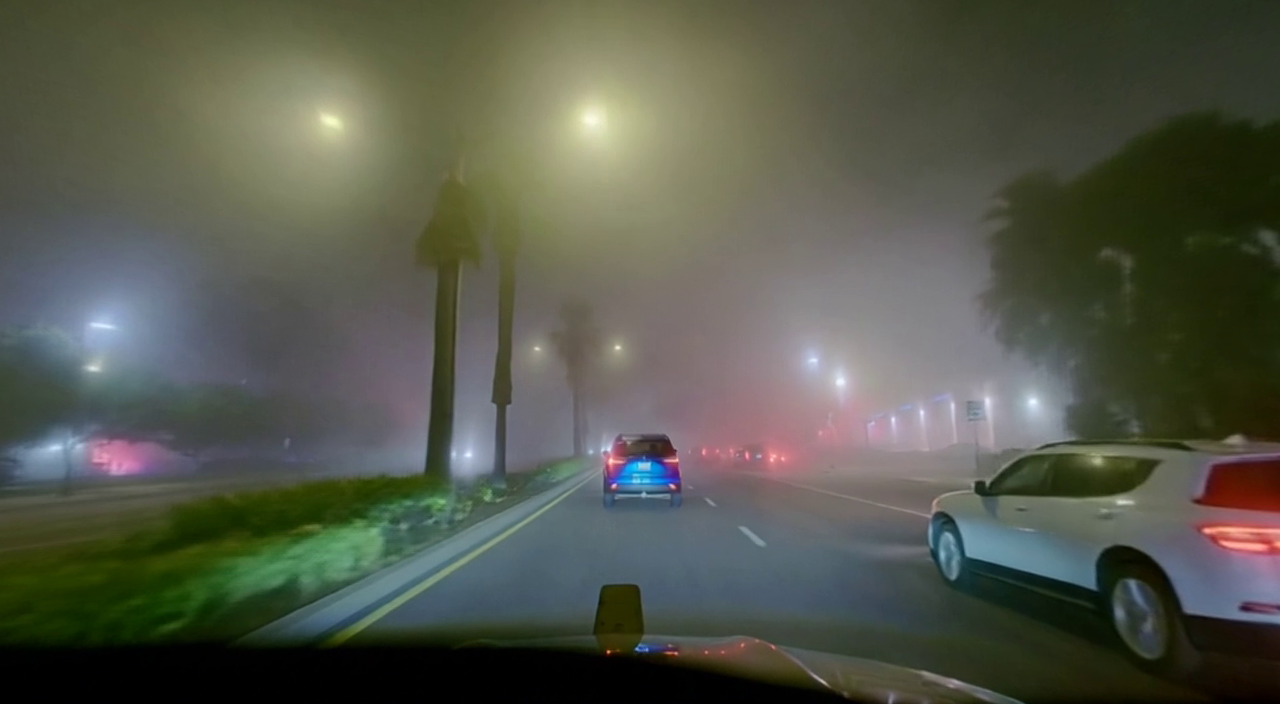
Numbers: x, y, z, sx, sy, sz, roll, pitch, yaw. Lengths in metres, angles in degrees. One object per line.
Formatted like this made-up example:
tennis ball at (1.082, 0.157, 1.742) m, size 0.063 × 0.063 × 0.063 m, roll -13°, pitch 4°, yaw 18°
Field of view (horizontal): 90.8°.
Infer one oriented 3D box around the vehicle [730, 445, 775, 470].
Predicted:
vehicle at (6.961, 6.572, 39.579) m, size 1.930 × 1.457 × 4.267 m, roll 0°, pitch -9°, yaw -2°

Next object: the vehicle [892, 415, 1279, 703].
vehicle at (3.937, 1.354, 5.055) m, size 1.941 × 1.472 × 4.570 m, roll 0°, pitch -9°, yaw 0°

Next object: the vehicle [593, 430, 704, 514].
vehicle at (0.144, 2.765, 15.085) m, size 2.239 × 1.693 × 4.301 m, roll 0°, pitch -8°, yaw -1°
